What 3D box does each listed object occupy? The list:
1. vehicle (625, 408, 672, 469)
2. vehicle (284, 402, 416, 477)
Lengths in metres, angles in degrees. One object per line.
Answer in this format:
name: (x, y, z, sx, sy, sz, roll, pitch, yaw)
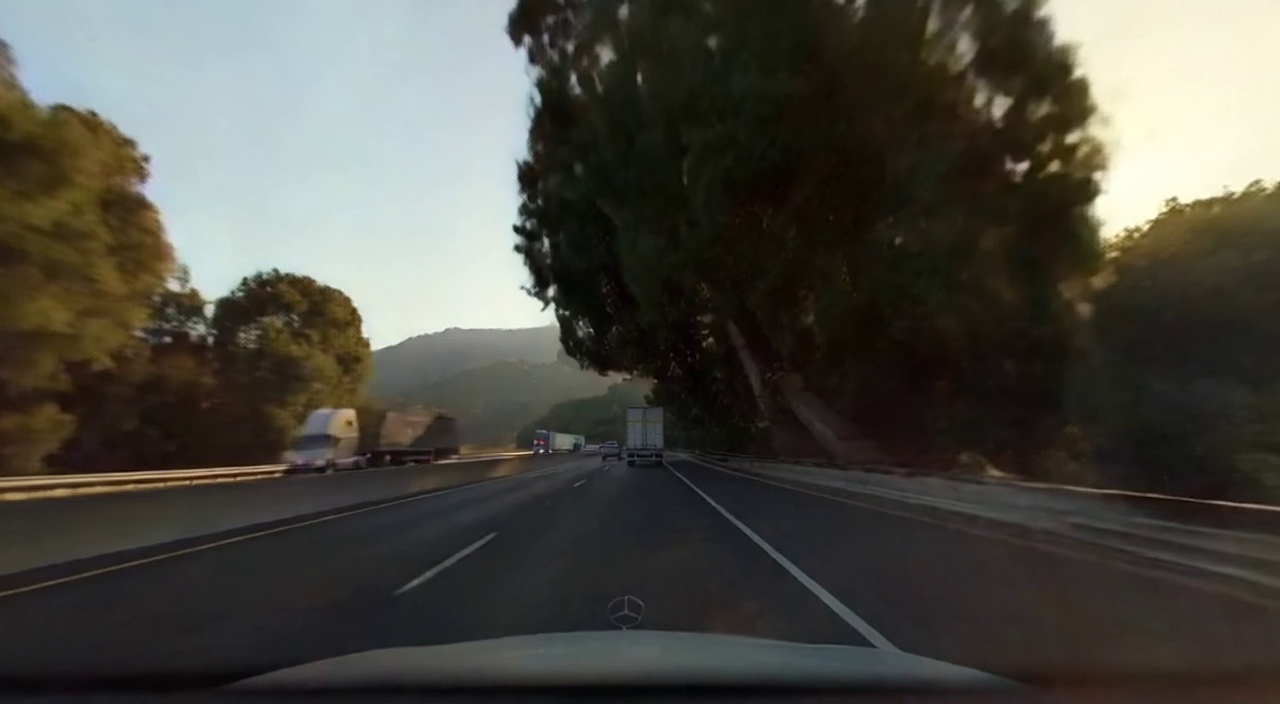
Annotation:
vehicle: (0.505, 6.472, 46.569, 3.024, 3.965, 10.399, 0, -9, -1)
vehicle: (-16.662, 5.256, 37.343, 2.927, 3.858, 10.028, 0, -9, 0)
